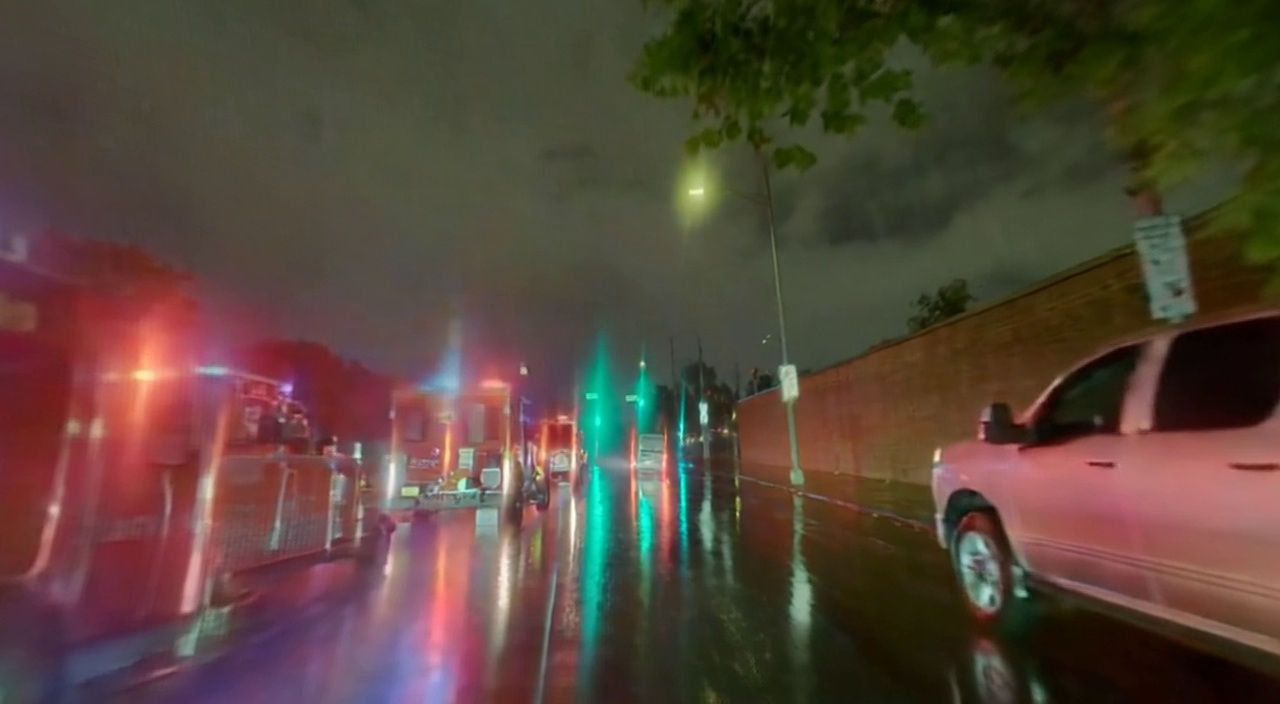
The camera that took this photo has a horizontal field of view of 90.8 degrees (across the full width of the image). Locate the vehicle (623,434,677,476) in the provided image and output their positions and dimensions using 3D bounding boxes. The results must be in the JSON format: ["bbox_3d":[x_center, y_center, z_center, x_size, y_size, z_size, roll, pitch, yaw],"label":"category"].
[{"bbox_3d":[0.380,4.968,30.615,2.332,1.831,4.930,0,-9,-3],"label":"vehicle"}]

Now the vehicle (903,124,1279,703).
[{"bbox_3d":[4.083,0.470,2.936,3.411,2.429,5.271,0,-9,0],"label":"vehicle"}]

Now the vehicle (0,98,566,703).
[{"bbox_3d":[-3.223,0.967,7.580,3.644,3.138,9.346,0,-9,-1],"label":"vehicle"}]
